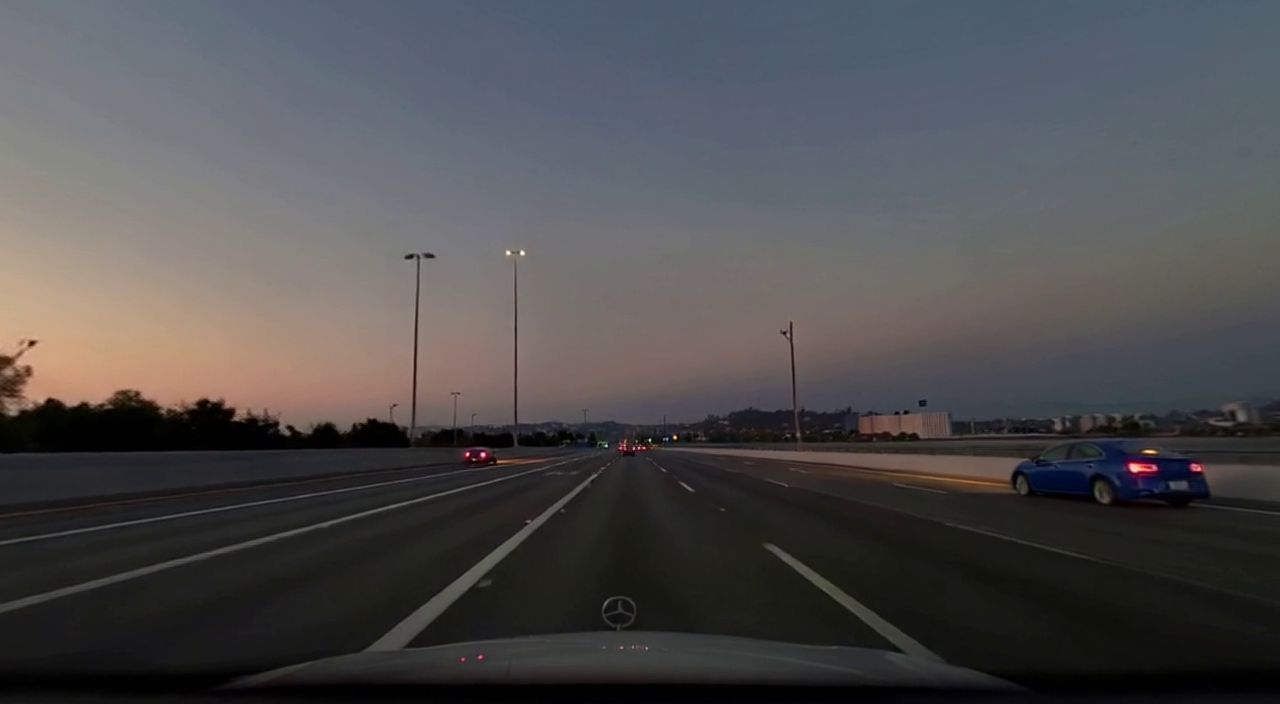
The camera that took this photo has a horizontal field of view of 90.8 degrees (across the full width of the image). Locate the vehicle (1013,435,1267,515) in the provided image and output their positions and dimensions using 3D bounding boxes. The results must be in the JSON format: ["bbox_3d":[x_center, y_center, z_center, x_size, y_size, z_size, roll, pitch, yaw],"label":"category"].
[{"bbox_3d":[10.826,2.669,14.250,1.985,1.493,4.486,0,-9,-1],"label":"vehicle"}]

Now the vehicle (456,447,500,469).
[{"bbox_3d":[-11.489,7.542,45.064,1.921,1.452,4.429,0,-9,0],"label":"vehicle"}]
